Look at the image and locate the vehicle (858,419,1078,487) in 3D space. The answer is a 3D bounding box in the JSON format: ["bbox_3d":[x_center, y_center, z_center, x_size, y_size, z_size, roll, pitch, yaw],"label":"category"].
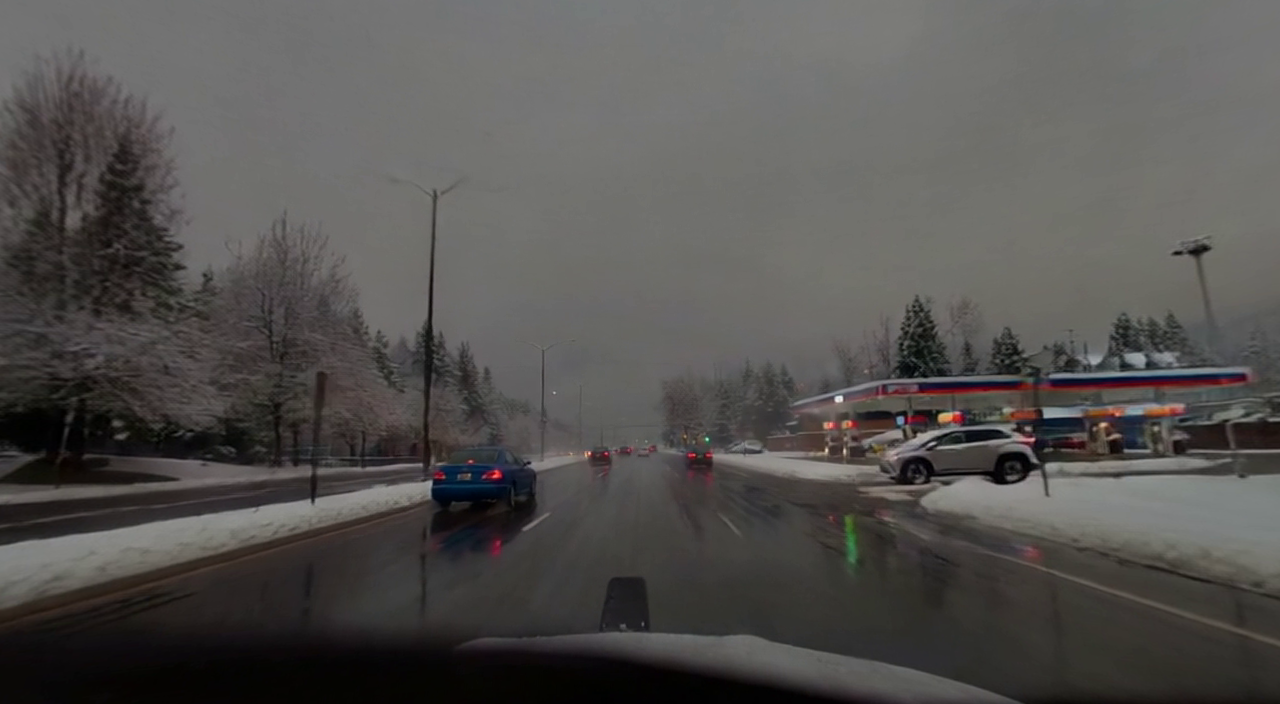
[{"bbox_3d":[10.712,3.373,21.035,5.931,1.872,2.264,-3,-9,3],"label":"vehicle"}]

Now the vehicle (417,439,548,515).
[{"bbox_3d":[-3.417,2.782,14.597,1.803,1.463,4.422,0,-8,1],"label":"vehicle"}]

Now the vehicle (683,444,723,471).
[{"bbox_3d":[3.635,6.146,36.894,1.883,1.465,3.975,0,-8,0],"label":"vehicle"}]

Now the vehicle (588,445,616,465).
[{"bbox_3d":[-2.953,8.017,49.300,1.841,1.474,4.038,0,-8,1],"label":"vehicle"}]
